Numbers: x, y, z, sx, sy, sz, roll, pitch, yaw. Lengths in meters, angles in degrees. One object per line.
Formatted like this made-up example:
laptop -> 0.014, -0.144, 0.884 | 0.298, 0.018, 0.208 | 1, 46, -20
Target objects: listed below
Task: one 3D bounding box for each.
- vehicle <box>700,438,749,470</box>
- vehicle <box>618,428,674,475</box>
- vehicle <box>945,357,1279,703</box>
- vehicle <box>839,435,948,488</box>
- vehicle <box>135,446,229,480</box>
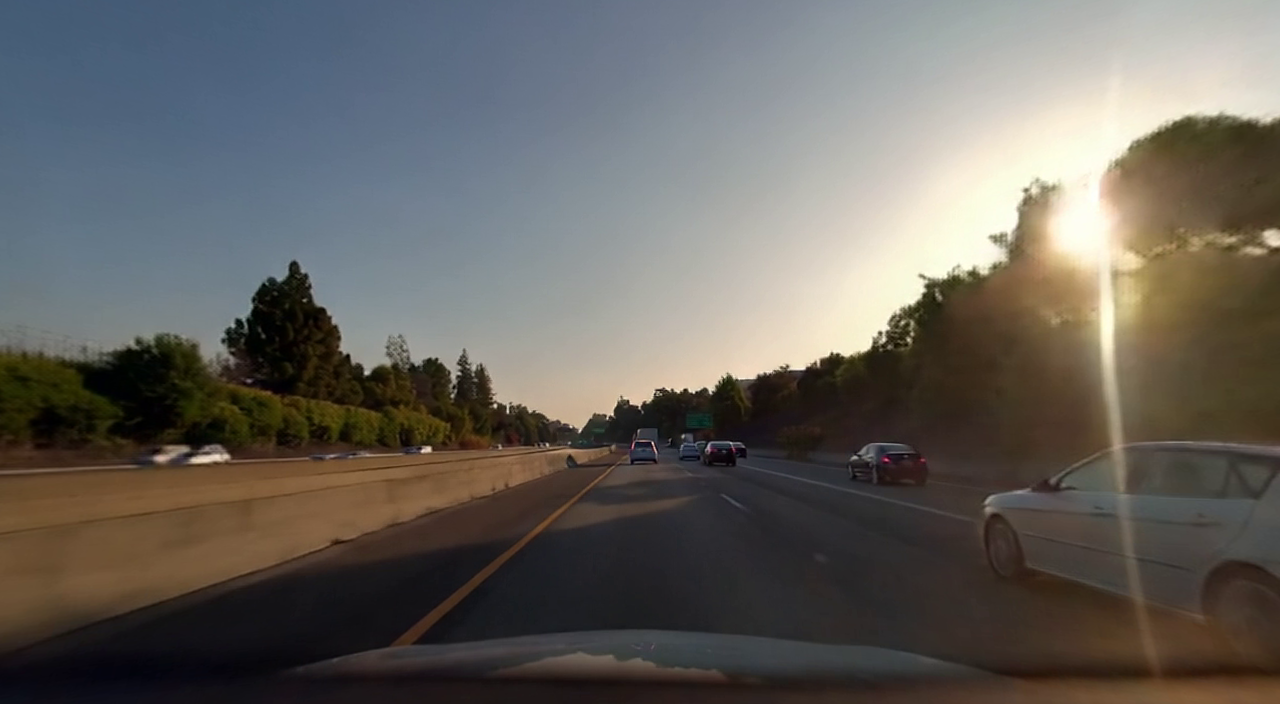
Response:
vehicle -> 4.210, 5.156, 32.013 | 1.825, 1.487, 4.034 | 0, -8, -1
vehicle -> 0.222, 4.260, 27.156 | 2.189, 1.852, 4.038 | 0, -8, 0
vehicle -> 3.723, 0.953, 3.361 | 2.003, 1.661, 4.418 | -1, -8, 1
vehicle -> 8.089, 3.509, 20.598 | 1.810, 1.516, 4.183 | 0, -8, 0
vehicle -> -27.143, 6.552, 37.597 | 1.997, 1.808, 4.776 | -1, -8, 0
